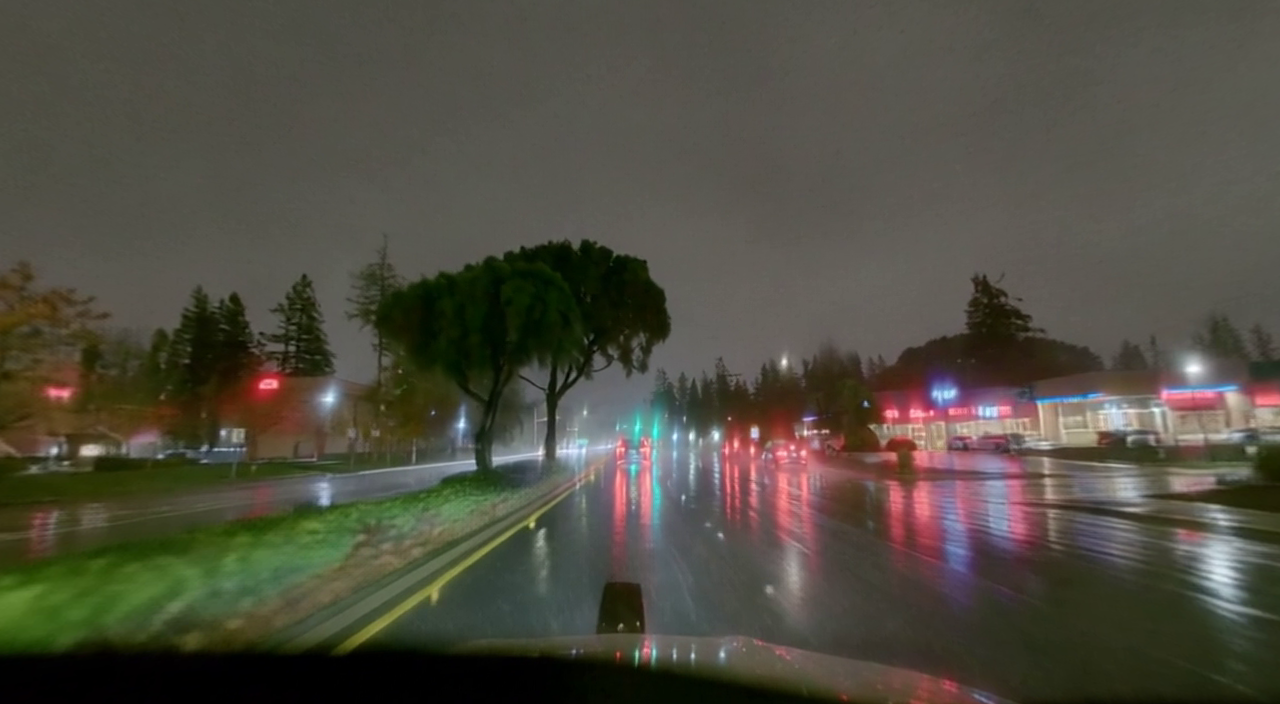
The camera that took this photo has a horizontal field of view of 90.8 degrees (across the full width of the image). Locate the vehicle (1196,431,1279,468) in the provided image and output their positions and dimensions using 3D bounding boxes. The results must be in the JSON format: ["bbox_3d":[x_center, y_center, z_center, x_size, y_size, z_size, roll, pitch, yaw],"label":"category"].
[{"bbox_3d":[26.799,4.123,26.888,1.840,1.446,4.820,-1,-8,0],"label":"vehicle"}]

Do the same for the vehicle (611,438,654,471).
[{"bbox_3d":[-0.461,5.239,32.392,2.072,1.545,4.578,0,-8,-3],"label":"vehicle"}]

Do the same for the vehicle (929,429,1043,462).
[{"bbox_3d":[22.140,6.011,40.596,5.909,1.970,2.365,0,-8,0],"label":"vehicle"}]

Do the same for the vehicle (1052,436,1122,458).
[{"bbox_3d":[32.734,6.974,46.454,1.804,1.461,4.611,0,-8,1],"label":"vehicle"}]

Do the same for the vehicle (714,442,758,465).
[{"bbox_3d":[6.637,7.059,44.089,2.075,1.475,4.571,0,-8,-3],"label":"vehicle"}]

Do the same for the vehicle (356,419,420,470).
[{"bbox_3d":[-19.776,7.297,49.853,2.986,3.786,4.453,0,-8,1],"label":"vehicle"}]

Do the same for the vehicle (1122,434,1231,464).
[{"bbox_3d":[26.943,4.896,31.964,1.761,1.409,4.353,0,-8,1],"label":"vehicle"}]
